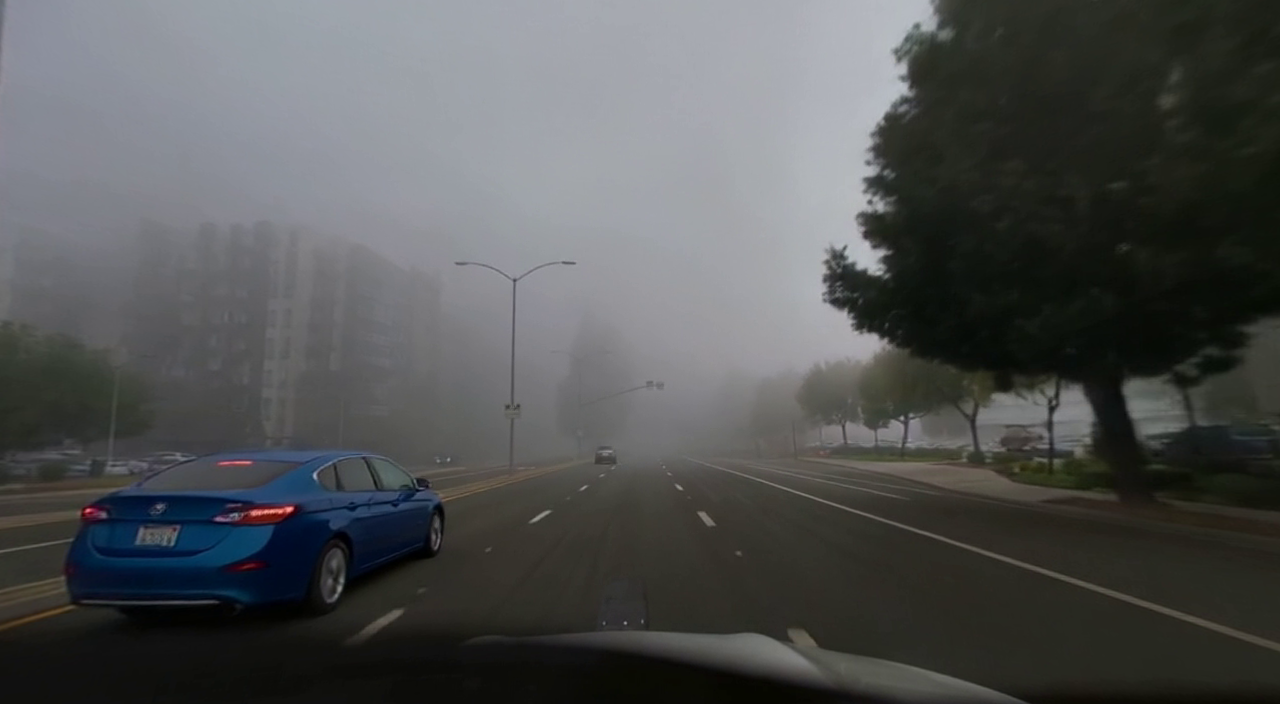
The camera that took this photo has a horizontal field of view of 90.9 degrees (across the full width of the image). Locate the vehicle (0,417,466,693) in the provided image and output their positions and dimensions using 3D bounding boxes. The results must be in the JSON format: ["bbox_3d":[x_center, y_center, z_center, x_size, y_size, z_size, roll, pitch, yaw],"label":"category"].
[{"bbox_3d":[-3.369,1.553,6.033,2.009,1.489,4.543,-5,-8,0],"label":"vehicle"}]
